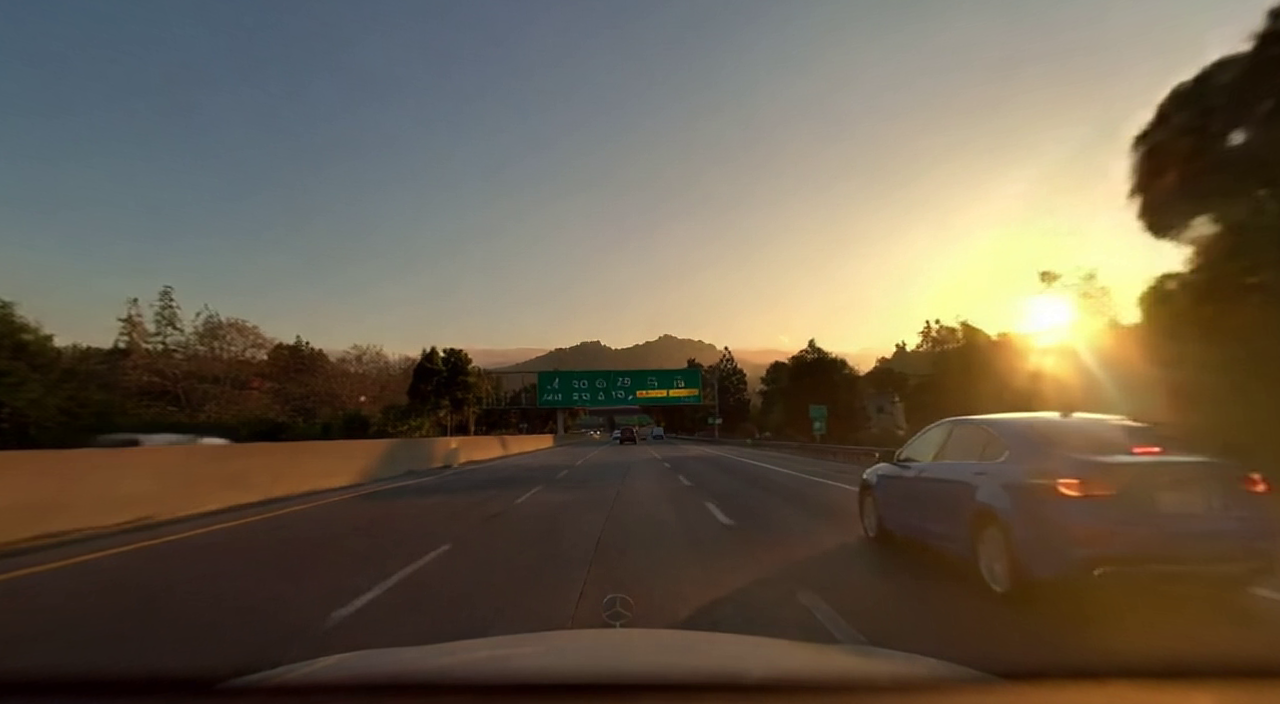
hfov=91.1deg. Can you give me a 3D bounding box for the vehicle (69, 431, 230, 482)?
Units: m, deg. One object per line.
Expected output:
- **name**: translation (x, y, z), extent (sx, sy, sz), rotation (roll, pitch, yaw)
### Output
- **vehicle**: translation (-16.738, 3.555, 21.817), extent (1.949, 1.594, 4.508), rotation (0, -8, 0)

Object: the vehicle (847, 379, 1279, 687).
- **vehicle**: translation (3.431, 1.189, 5.268), extent (1.973, 1.563, 3.959), rotation (0, -8, -1)
